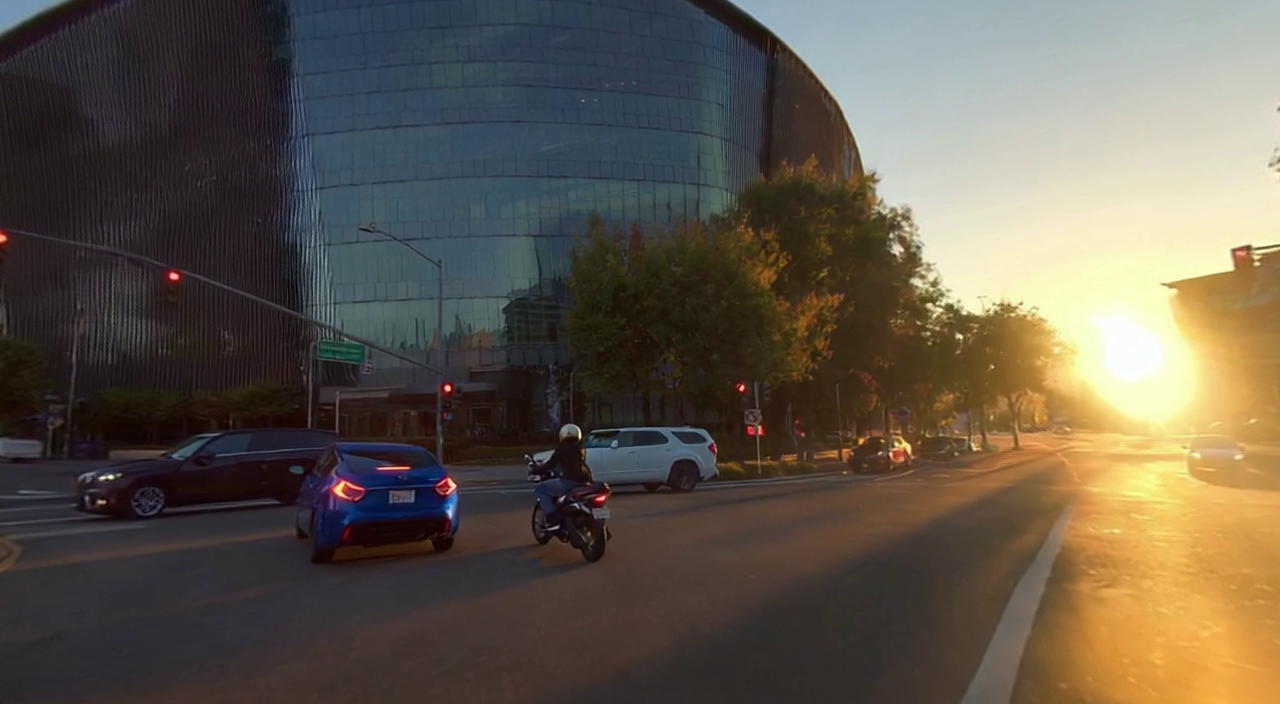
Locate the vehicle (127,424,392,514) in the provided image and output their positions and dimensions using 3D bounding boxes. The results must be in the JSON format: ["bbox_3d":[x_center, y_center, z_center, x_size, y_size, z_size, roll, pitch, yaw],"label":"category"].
[{"bbox_3d":[-8.073,2.490,13.659,4.583,1.755,1.936,-1,-8,7],"label":"vehicle"}]

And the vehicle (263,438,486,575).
[{"bbox_3d":[-4.005,1.993,9.092,2.009,1.450,4.182,6,-10,-35],"label":"vehicle"}]

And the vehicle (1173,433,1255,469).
[{"bbox_3d":[25.512,4.389,28.195,1.872,1.467,4.385,-5,-10,32],"label":"vehicle"}]

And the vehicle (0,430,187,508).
[{"bbox_3d":[-14.176,2.884,15.875,4.380,1.727,2.052,-2,-9,15],"label":"vehicle"}]

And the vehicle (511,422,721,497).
[{"bbox_3d":[-0.749,3.166,18.947,5.833,1.960,2.341,3,-9,-19],"label":"vehicle"}]

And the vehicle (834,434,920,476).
[{"bbox_3d":[10.613,4.539,28.054,2.084,1.656,4.583,-7,-11,39],"label":"vehicle"}]

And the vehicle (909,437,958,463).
[{"bbox_3d":[18.734,6.245,40.155,2.024,1.543,4.028,-6,-10,35],"label":"vehicle"}]
